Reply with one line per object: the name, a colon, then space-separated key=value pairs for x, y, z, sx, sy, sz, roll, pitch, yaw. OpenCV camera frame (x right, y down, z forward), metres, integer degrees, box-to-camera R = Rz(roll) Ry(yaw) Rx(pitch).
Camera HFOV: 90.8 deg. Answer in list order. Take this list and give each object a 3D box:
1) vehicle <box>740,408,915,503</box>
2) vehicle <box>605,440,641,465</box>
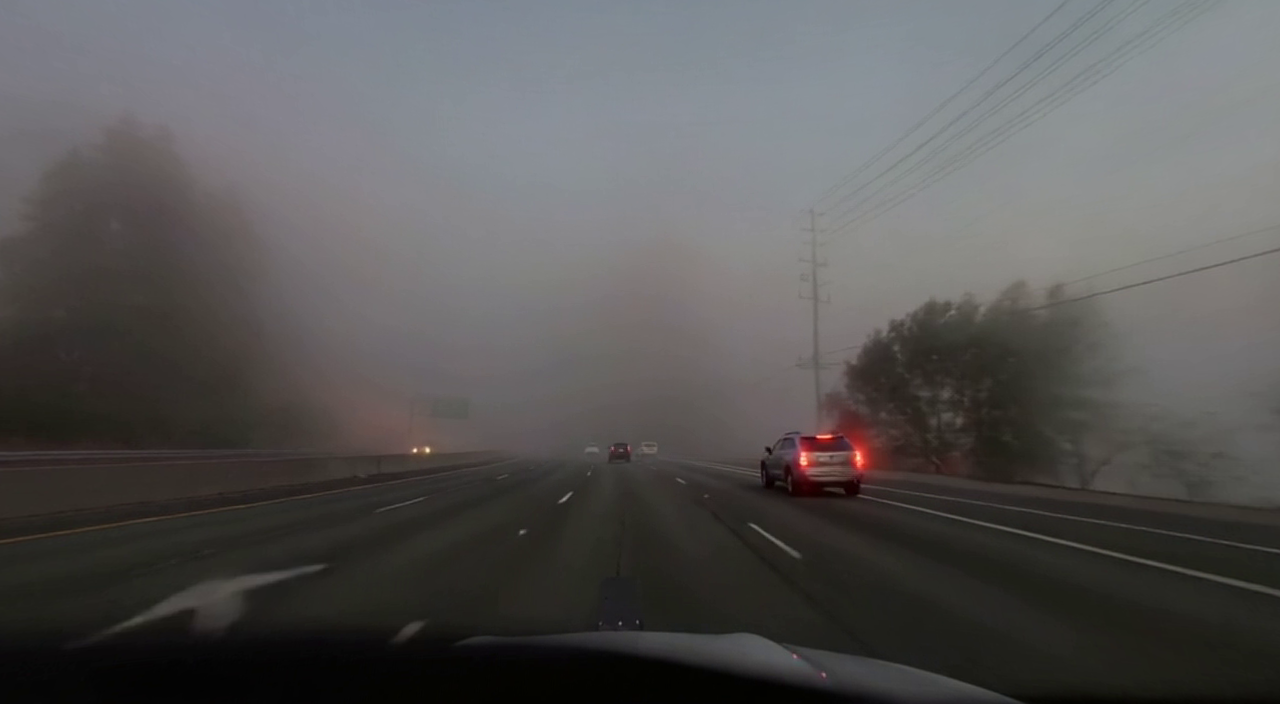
vehicle: x=4.512 y=2.666 z=16.646 sx=2.504 sy=2.033 sz=5.979 roll=0 pitch=-8 yaw=-3
vehicle: x=-1.233 y=7.121 z=44.923 sx=2.188 sy=1.714 sz=3.921 roll=1 pitch=-9 yaw=-7
